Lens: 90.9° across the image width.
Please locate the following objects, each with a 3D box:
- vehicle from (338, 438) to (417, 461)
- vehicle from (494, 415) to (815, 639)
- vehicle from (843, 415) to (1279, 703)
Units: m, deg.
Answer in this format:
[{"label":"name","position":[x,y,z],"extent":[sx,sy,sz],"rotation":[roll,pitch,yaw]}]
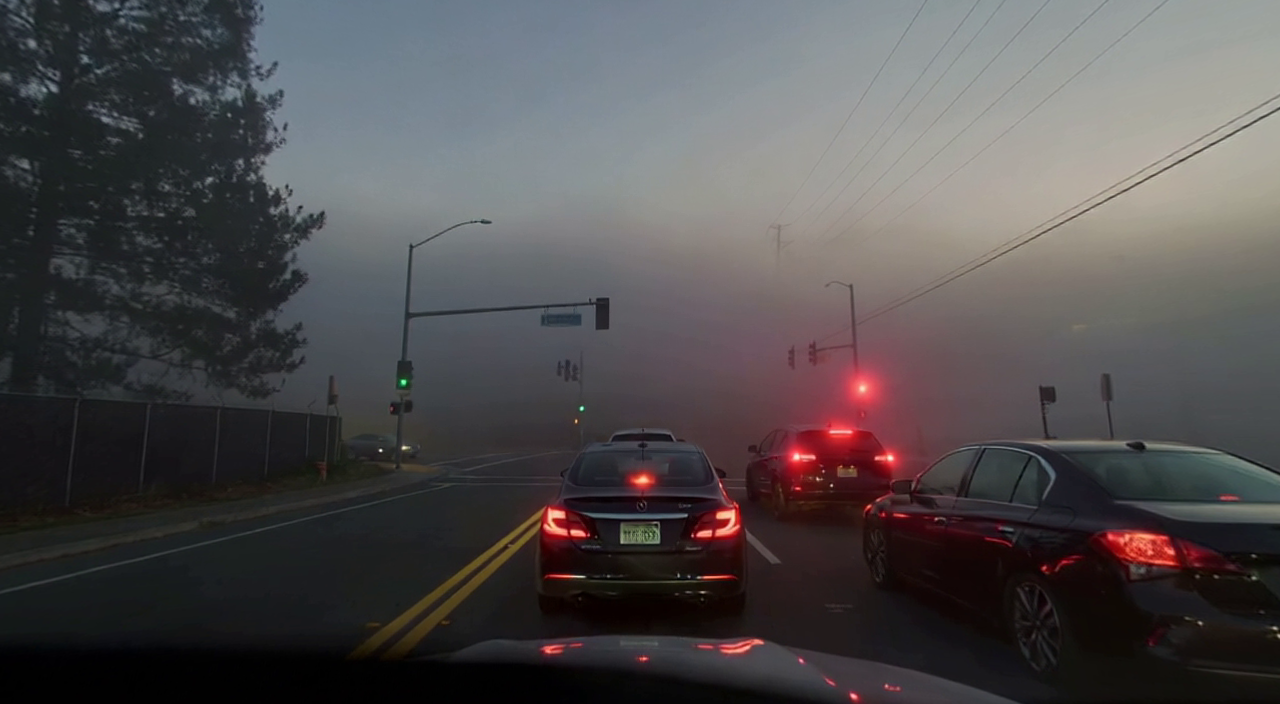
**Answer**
[{"label":"vehicle","position":[-17.242,6.413,41.468],"extent":[4.406,1.458,1.892],"rotation":[-1,-8,7]},{"label":"vehicle","position":[0.067,1.504,6.519],"extent":[2.170,1.497,4.369],"rotation":[0,-8,-1]},{"label":"vehicle","position":[3.090,1.238,4.152],"extent":[2.027,1.432,4.431],"rotation":[0,-8,0]}]
